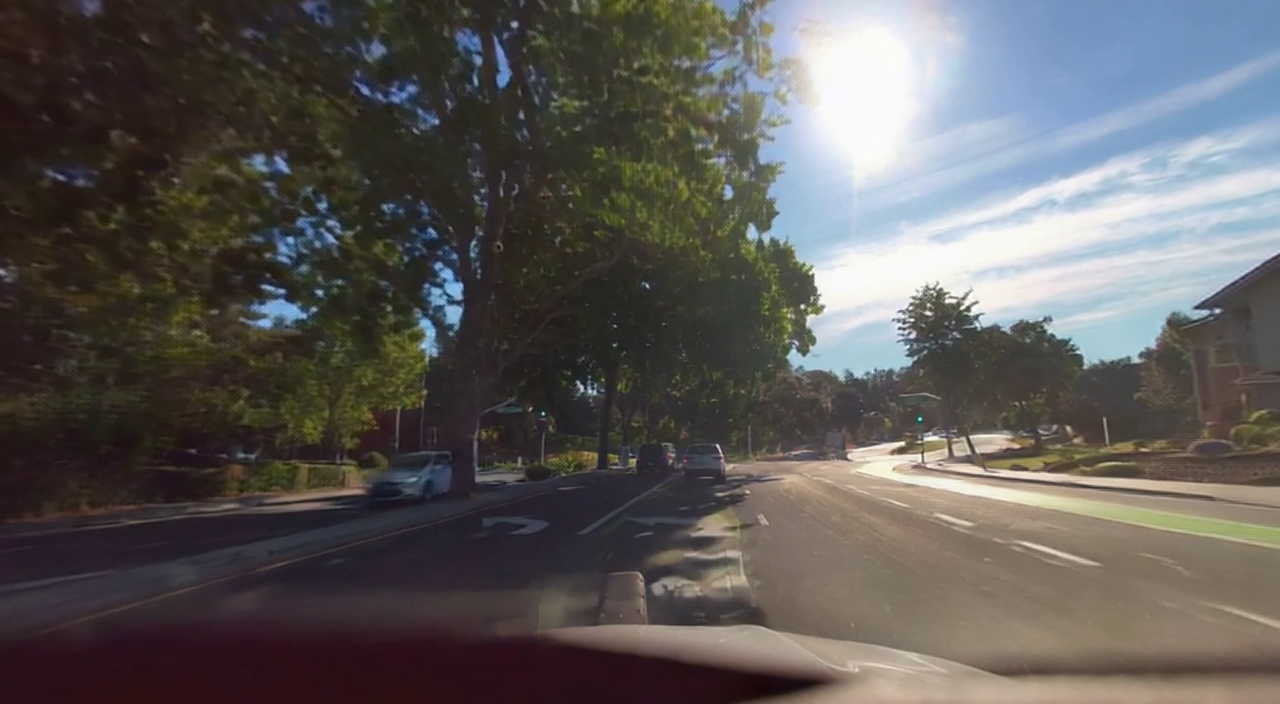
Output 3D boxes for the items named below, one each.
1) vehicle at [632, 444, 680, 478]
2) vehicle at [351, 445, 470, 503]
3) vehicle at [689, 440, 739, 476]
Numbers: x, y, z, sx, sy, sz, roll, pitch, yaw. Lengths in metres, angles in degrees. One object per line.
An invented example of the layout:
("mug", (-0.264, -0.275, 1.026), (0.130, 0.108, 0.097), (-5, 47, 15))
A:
("vehicle", (0.847, 5.222, 30.588), (1.923, 1.498, 3.887), (-2, -9, 7))
("vehicle", (-7.318, 3.898, 20.718), (2.029, 1.667, 4.504), (-1, -9, 3))
("vehicle", (3.769, 5.352, 32.117), (2.286, 1.701, 4.395), (-1, -9, 7))
